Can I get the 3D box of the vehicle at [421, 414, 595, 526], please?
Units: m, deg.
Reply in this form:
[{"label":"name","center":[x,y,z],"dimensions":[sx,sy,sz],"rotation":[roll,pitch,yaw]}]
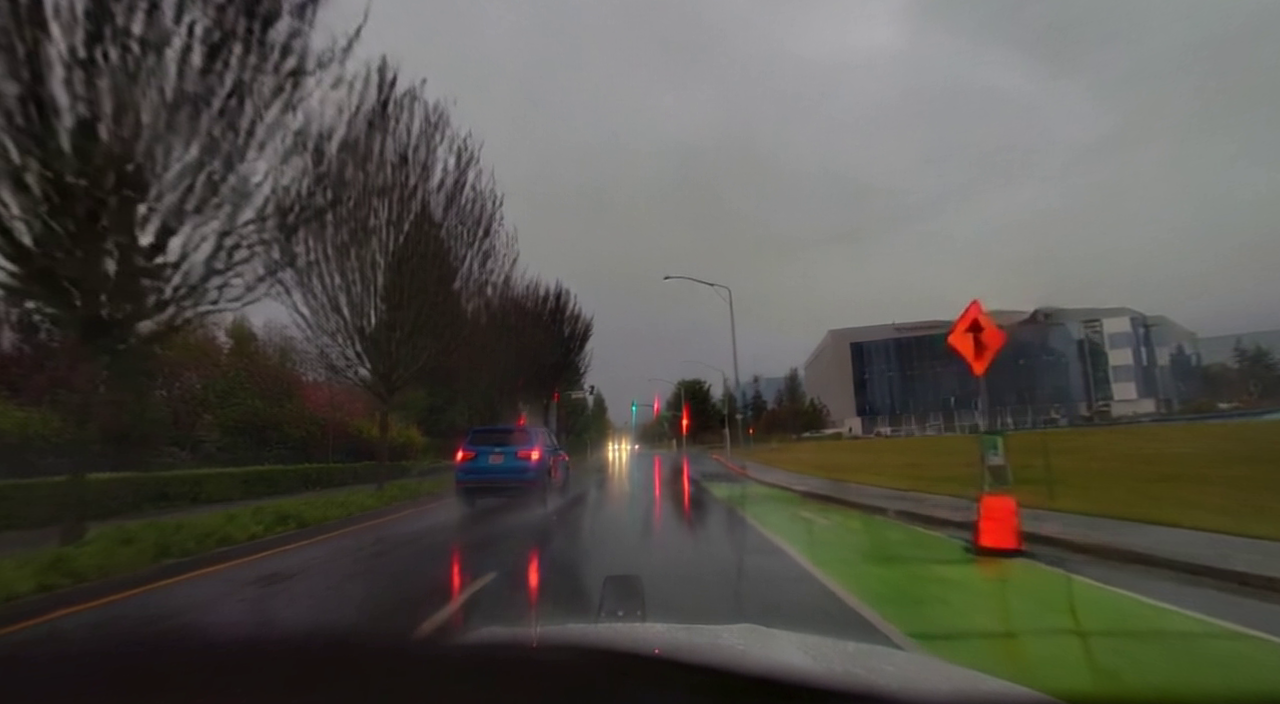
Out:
[{"label":"vehicle","center":[-2.347,2.293,12.780],"dimensions":[2.339,1.790,4.629],"rotation":[-2,-9,2]}]
